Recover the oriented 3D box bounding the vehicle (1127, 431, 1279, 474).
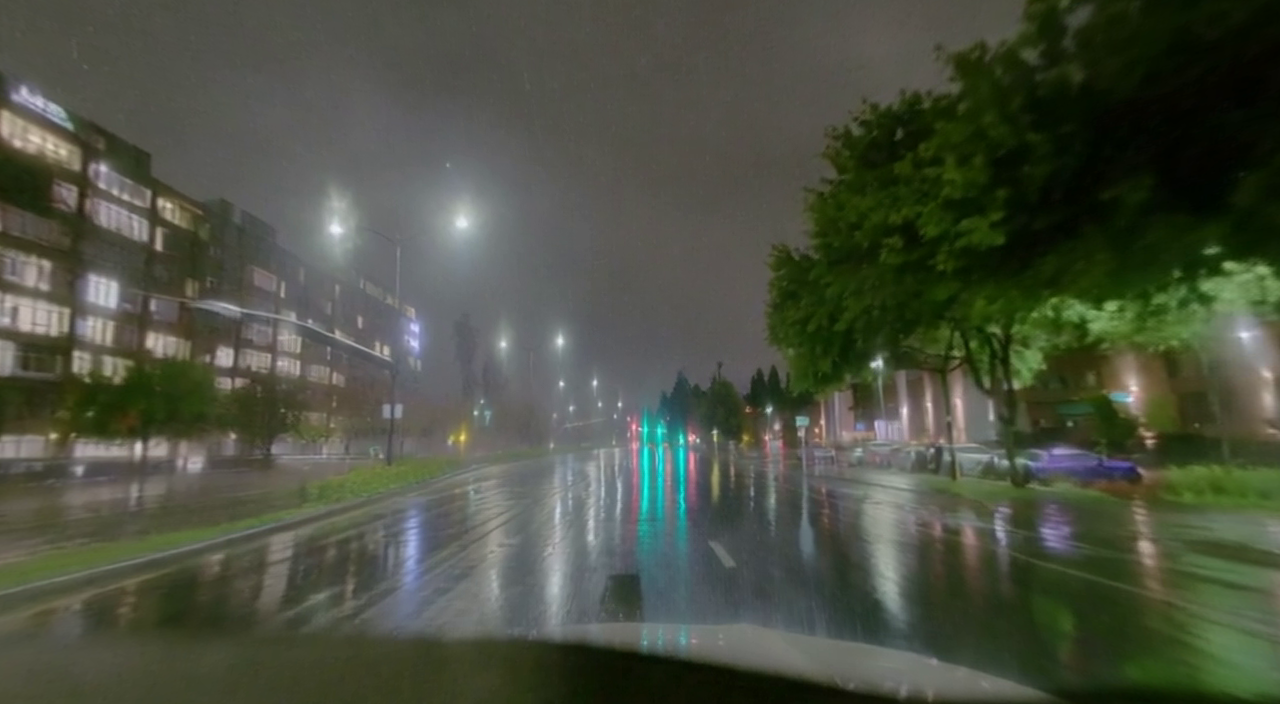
[{"bbox_3d":[26.874,4.734,29.752,5.663,1.895,2.229,-1,-9,2],"label":"vehicle"}]

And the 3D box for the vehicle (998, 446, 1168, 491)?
[{"bbox_3d":[15.315,4.039,21.974,4.331,1.469,2.008,0,-9,2],"label":"vehicle"}]
